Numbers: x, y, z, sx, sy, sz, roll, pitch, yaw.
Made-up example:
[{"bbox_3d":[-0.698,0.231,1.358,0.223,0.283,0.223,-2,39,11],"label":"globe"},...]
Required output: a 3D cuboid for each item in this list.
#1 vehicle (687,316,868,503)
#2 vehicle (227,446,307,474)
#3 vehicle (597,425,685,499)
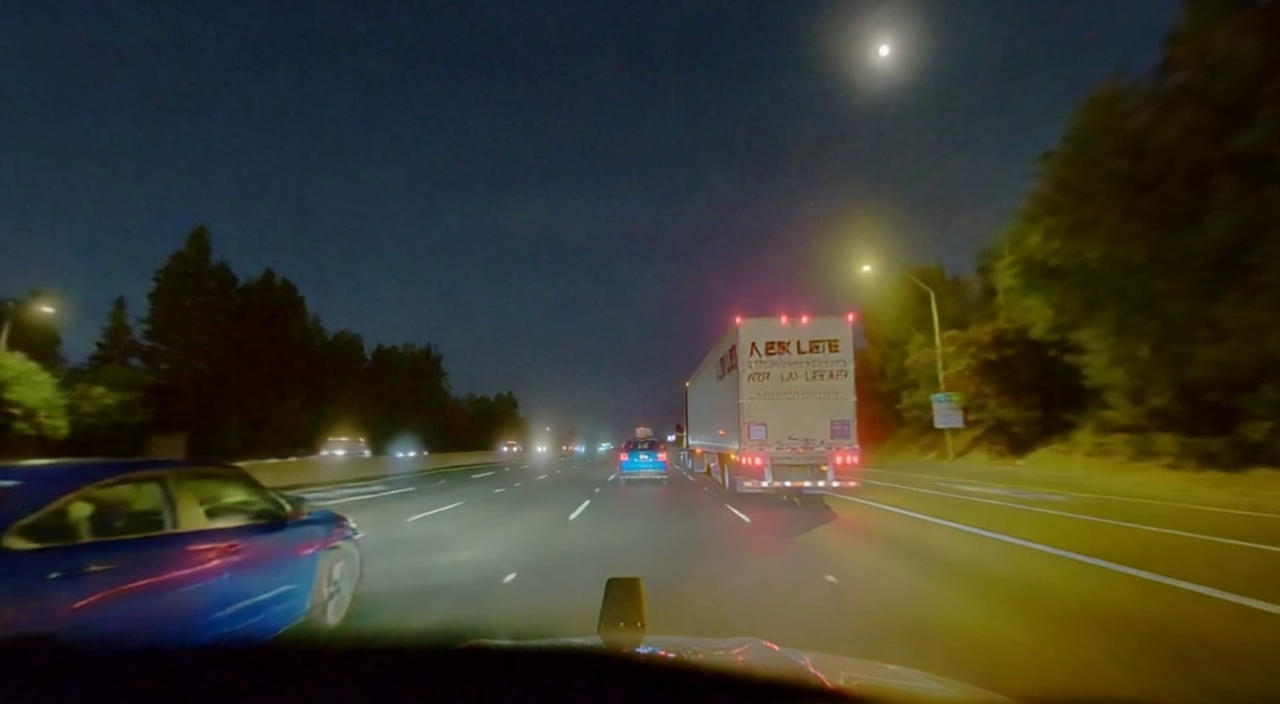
[{"bbox_3d":[3.581,2.399,21.766,2.909,4.135,15.820,0,-9,1],"label":"vehicle"},{"bbox_3d":[-21.699,6.256,36.741,1.887,1.530,4.472,0,-8,1],"label":"vehicle"},{"bbox_3d":[0.024,2.878,16.811,2.054,1.706,4.201,0,-9,0],"label":"vehicle"}]
